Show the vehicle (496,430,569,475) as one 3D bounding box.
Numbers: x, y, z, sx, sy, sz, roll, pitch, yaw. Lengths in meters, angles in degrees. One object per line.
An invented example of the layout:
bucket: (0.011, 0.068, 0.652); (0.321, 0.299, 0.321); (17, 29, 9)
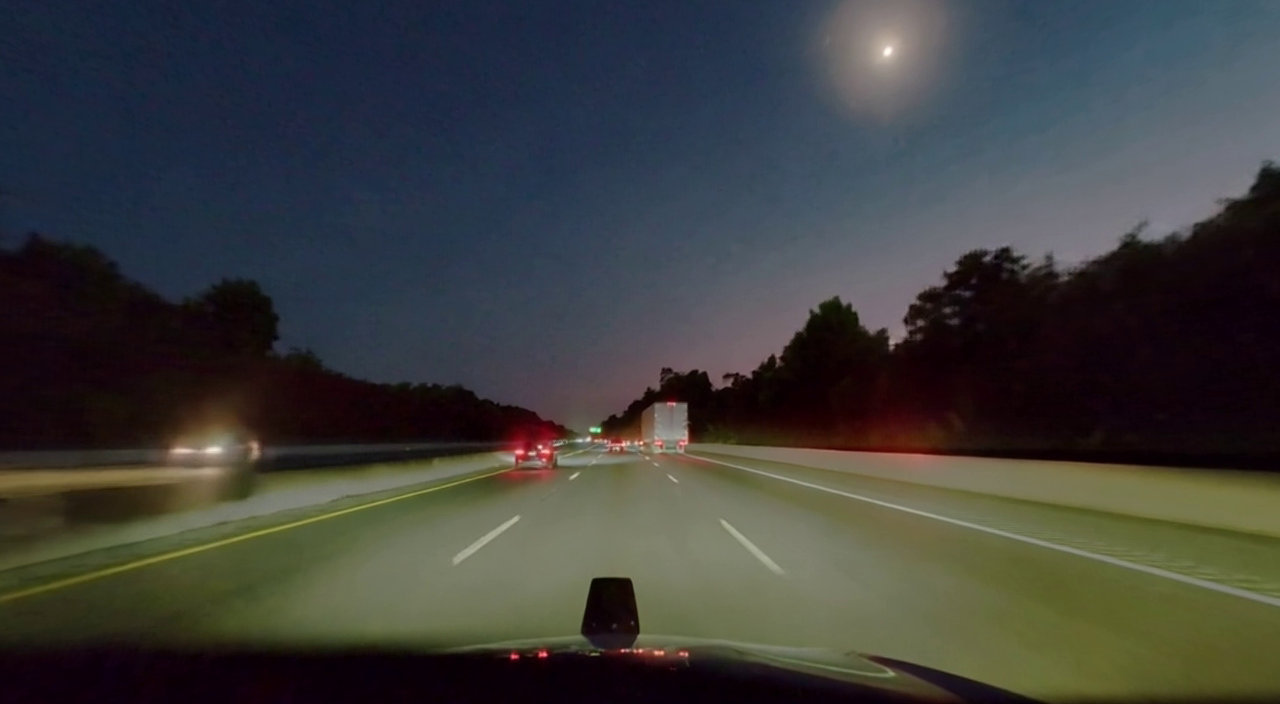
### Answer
vehicle: (-4.448, 4.249, 26.895); (2.377, 1.747, 4.703); (0, -8, -1)

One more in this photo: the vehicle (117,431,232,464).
vehicle: (-23.056, 4.753, 31.449); (2.131, 1.492, 4.739); (0, -8, -1)

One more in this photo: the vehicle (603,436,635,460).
vehicle: (-1.513, 6.752, 44.373); (2.125, 1.542, 3.816); (0, -8, -3)
